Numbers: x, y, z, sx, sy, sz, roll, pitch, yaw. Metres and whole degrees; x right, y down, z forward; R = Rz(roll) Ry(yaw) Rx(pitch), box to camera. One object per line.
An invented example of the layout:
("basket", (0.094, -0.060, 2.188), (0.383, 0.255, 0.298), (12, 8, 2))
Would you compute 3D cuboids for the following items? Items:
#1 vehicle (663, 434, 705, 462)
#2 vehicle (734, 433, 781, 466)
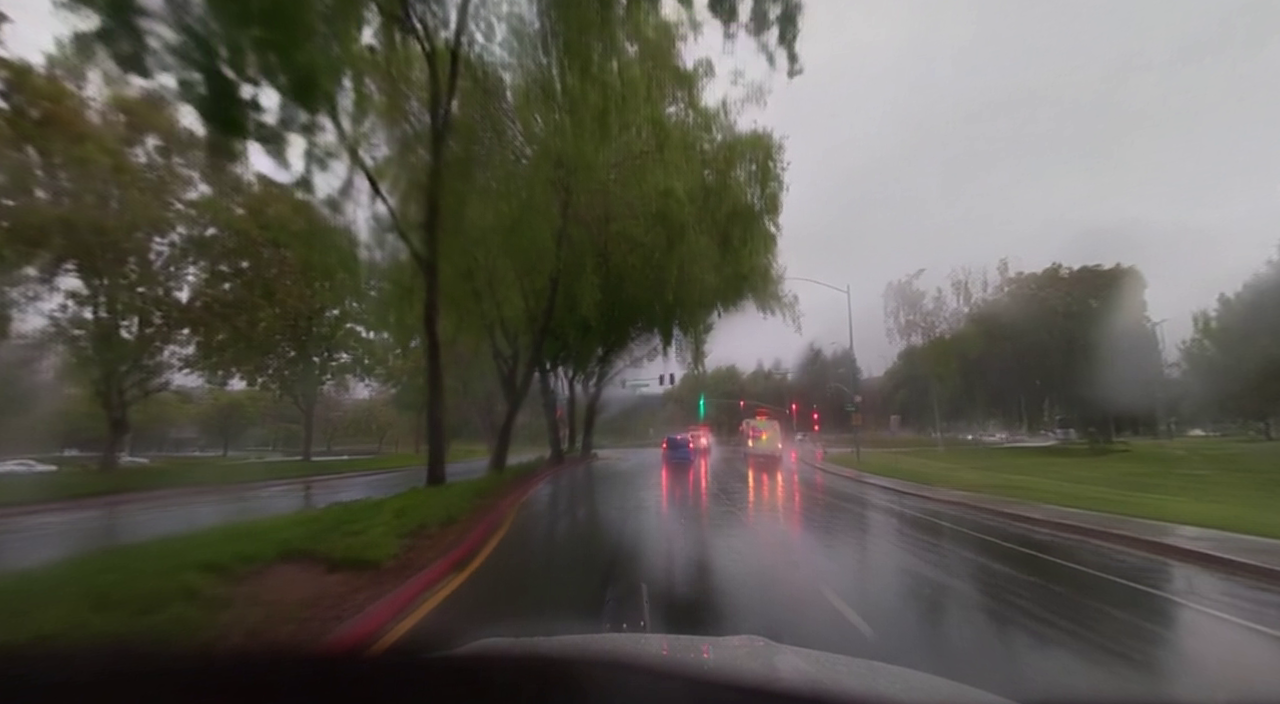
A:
("vehicle", (2.506, 5.339, 35.140), (2.066, 1.482, 4.273), (-1, -8, 8))
("vehicle", (5.777, 4.844, 31.518), (1.989, 1.497, 4.436), (-1, -8, 6))
